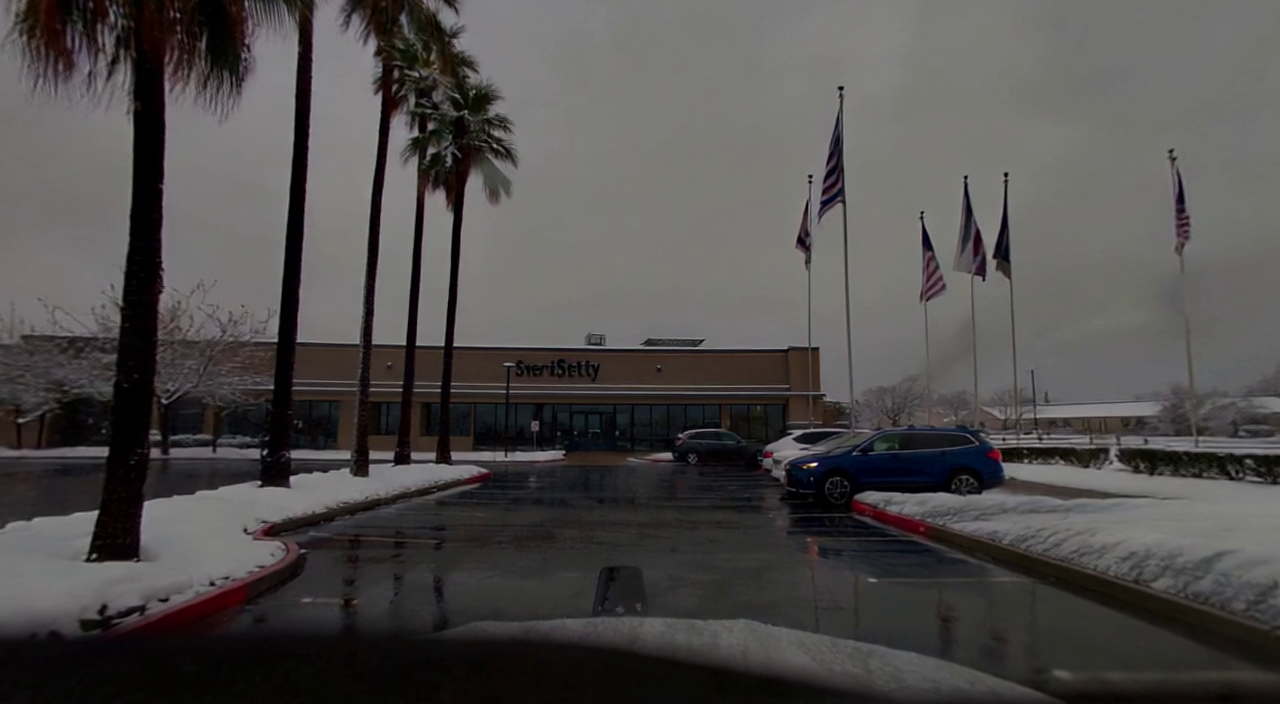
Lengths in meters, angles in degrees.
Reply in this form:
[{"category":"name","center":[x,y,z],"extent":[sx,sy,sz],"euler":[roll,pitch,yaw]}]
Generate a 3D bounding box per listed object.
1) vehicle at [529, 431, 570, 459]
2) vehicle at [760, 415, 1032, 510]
[{"category":"vehicle","center":[-6.629,6.821,46.323],"extent":[1.943,1.890,4.472],"euler":[-3,-8,5]},{"category":"vehicle","center":[4.878,2.176,12.566],"extent":[4.567,1.723,1.926],"euler":[0,-8,0]}]
